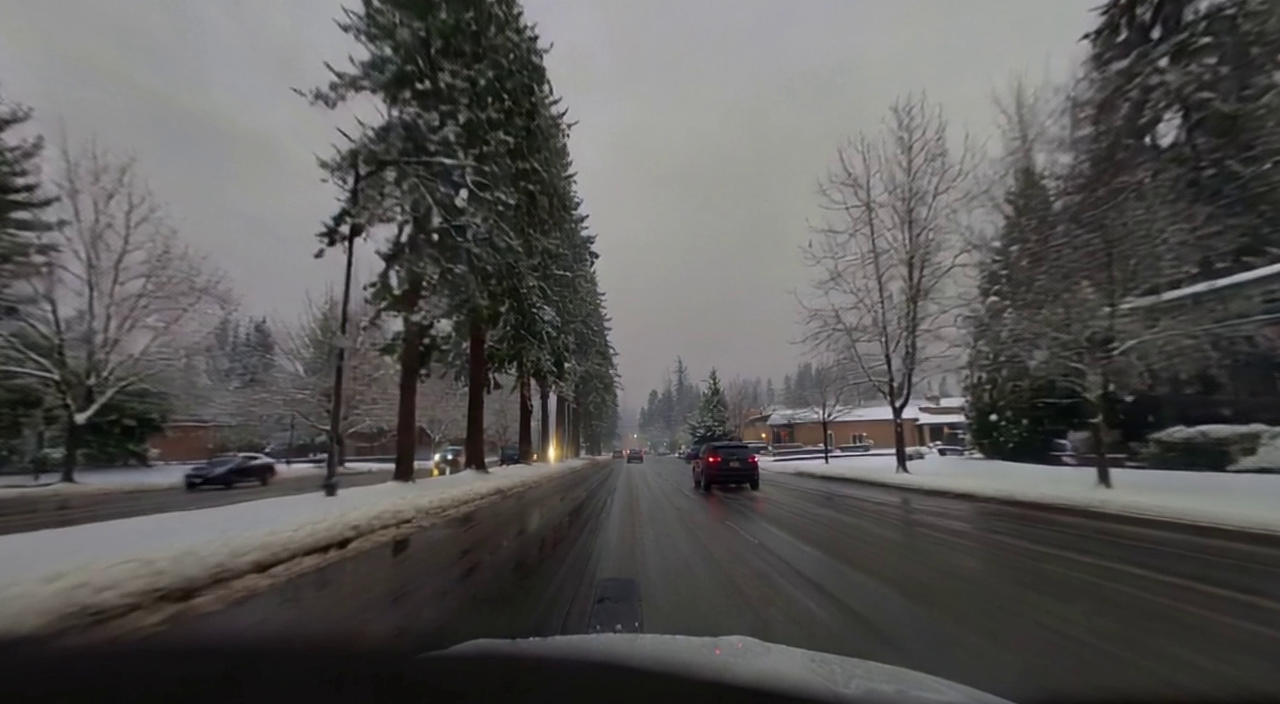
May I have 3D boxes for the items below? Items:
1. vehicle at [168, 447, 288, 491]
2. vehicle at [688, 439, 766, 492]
[{"bbox_3d":[-17.606,4.998,27.237,2.097,1.691,4.569,0,-9,0],"label":"vehicle"},{"bbox_3d":[2.909,3.923,22.048,2.022,1.656,4.025,0,-9,-2],"label":"vehicle"}]
